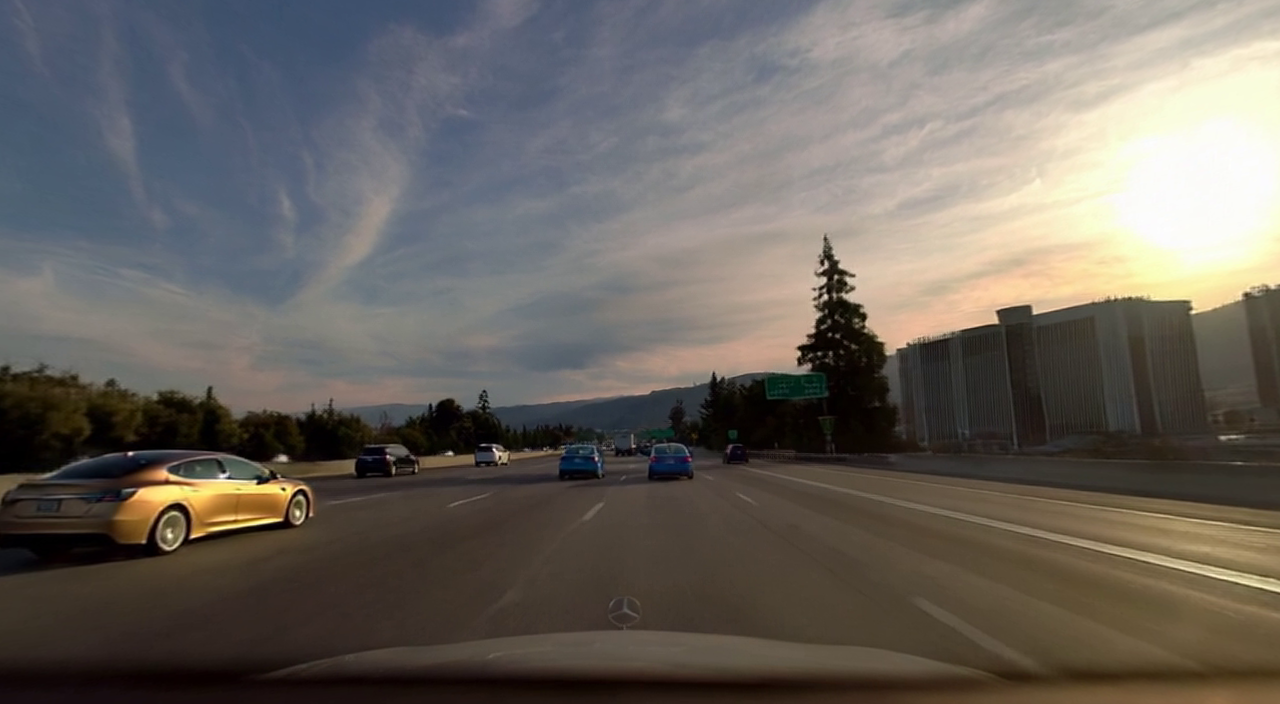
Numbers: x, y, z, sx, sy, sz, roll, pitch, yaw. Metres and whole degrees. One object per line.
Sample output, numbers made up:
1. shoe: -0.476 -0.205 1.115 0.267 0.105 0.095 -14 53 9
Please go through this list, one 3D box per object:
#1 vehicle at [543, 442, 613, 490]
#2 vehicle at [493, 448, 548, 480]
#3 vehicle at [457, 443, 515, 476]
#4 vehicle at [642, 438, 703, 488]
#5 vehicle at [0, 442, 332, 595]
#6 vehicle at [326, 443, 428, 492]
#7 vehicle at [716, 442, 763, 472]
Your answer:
1. vehicle: -2.229 4.256 23.963 2.102 1.624 4.257 -1 -8 2
2. vehicle: -5.965 5.634 31.894 1.886 1.455 4.148 -1 -8 1
3. vehicle: -9.540 6.672 39.504 2.187 1.851 5.085 -1 -8 2
4. vehicle: 1.156 4.162 24.065 2.114 1.715 4.136 -1 -8 1
5. vehicle: -6.470 1.985 8.559 2.116 1.473 4.644 -1 -8 2
6. vehicle: -10.005 4.399 24.445 1.947 1.683 4.331 -1 -8 2
7. vehicle: 6.152 6.563 39.588 2.071 1.754 4.484 0 -8 -2
